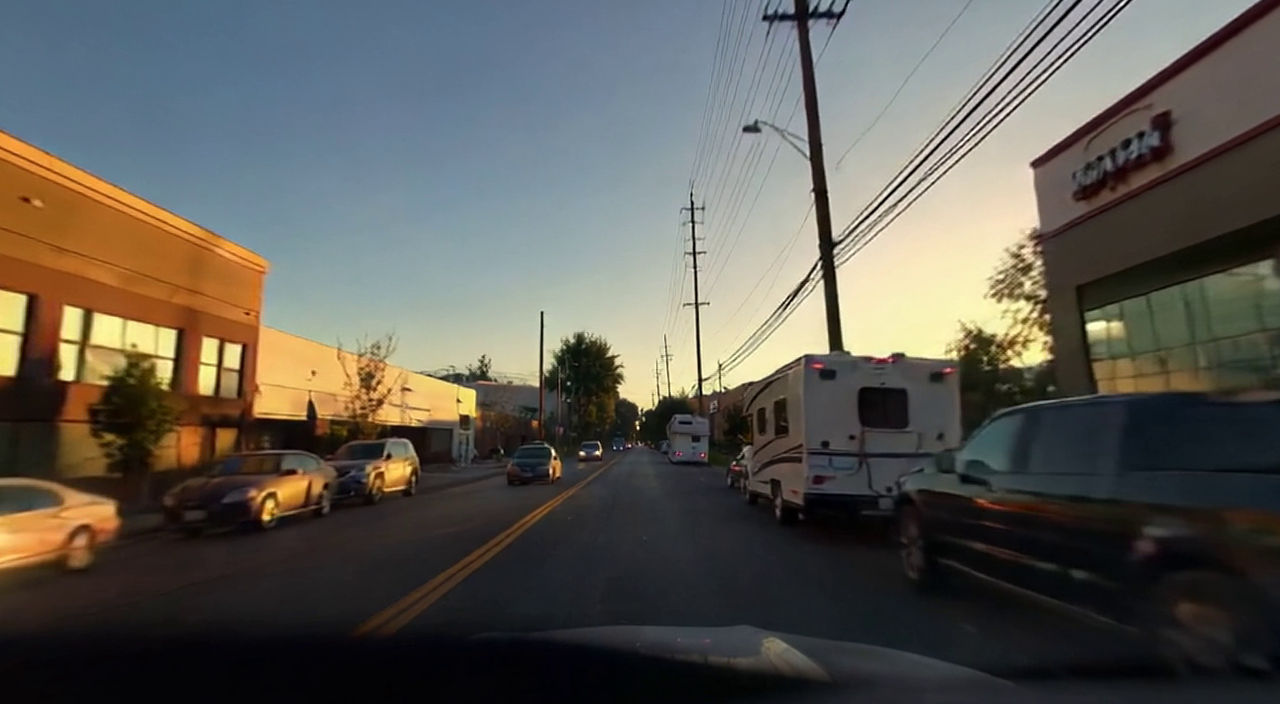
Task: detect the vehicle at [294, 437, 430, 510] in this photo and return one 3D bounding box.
[{"bbox_3d":[-7.940,3.479,18.669,2.001,1.830,4.735,0,-8,-2],"label":"vehicle"}]

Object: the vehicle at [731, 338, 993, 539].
[{"bbox_3d":[3.720,1.722,12.555,2.880,2.959,6.375,0,-8,1],"label":"vehicle"}]

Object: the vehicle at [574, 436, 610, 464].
[{"bbox_3d":[-3.652,7.523,48.635,2.307,1.998,4.734,0,-8,1],"label":"vehicle"}]

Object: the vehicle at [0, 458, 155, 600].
[{"bbox_3d":[-7.778,1.941,6.834,1.759,1.461,4.308,0,-8,-2],"label":"vehicle"}]

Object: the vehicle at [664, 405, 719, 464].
[{"bbox_3d":[3.787,6.541,48.890,3.029,3.860,7.726,-4,-10,-3],"label":"vehicle"}]

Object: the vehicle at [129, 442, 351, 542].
[{"bbox_3d":[-7.966,2.759,13.212,1.903,1.710,4.322,0,-8,-2],"label":"vehicle"}]

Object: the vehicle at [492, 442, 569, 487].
[{"bbox_3d":[-3.924,4.116,23.490,1.966,1.482,4.473,0,-8,1],"label":"vehicle"}]

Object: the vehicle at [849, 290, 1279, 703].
[{"bbox_3d":[3.658,1.016,4.480,2.218,1.956,5.916,0,-8,-1],"label":"vehicle"}]
